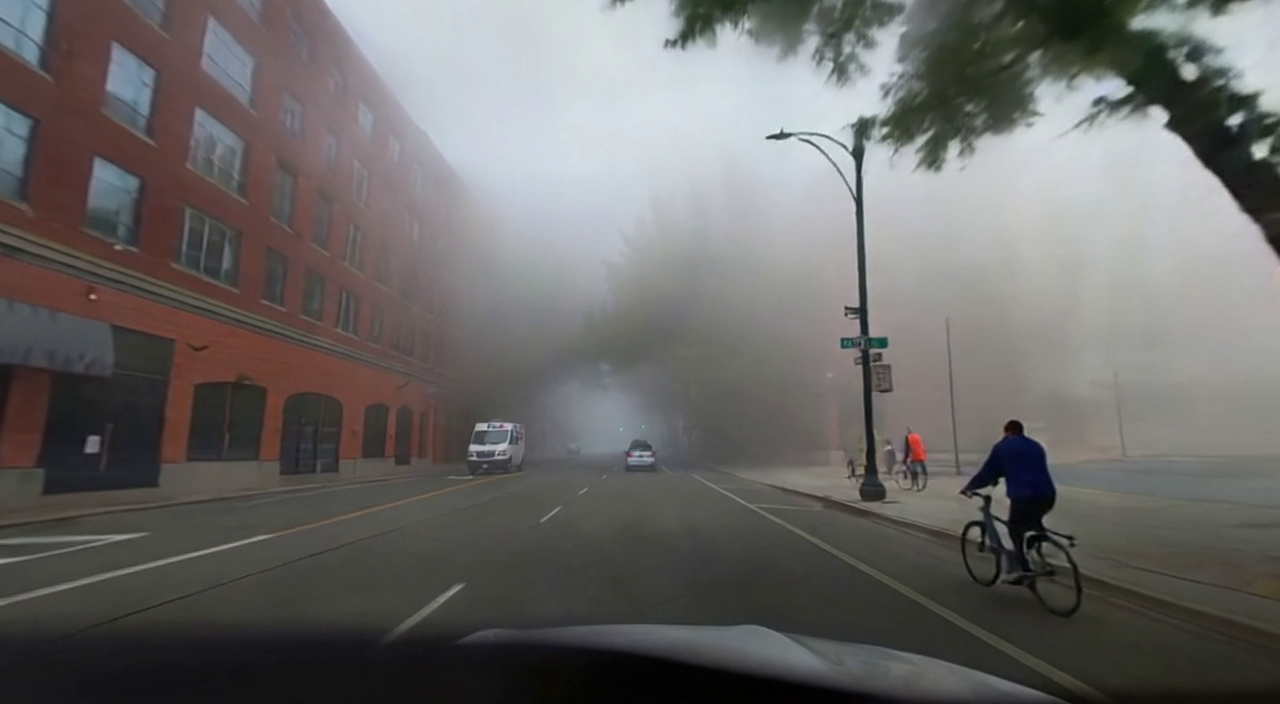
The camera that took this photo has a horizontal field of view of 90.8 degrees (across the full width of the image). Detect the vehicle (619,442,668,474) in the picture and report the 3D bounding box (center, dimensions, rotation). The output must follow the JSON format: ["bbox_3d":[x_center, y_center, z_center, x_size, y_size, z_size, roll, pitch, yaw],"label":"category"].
[{"bbox_3d":[0.192,5.563,33.365,2.356,1.572,4.810,0,-8,1],"label":"vehicle"}]

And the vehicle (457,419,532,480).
[{"bbox_3d":[-6.833,4.644,30.456,2.418,2.620,5.522,-1,-8,-1],"label":"vehicle"}]
